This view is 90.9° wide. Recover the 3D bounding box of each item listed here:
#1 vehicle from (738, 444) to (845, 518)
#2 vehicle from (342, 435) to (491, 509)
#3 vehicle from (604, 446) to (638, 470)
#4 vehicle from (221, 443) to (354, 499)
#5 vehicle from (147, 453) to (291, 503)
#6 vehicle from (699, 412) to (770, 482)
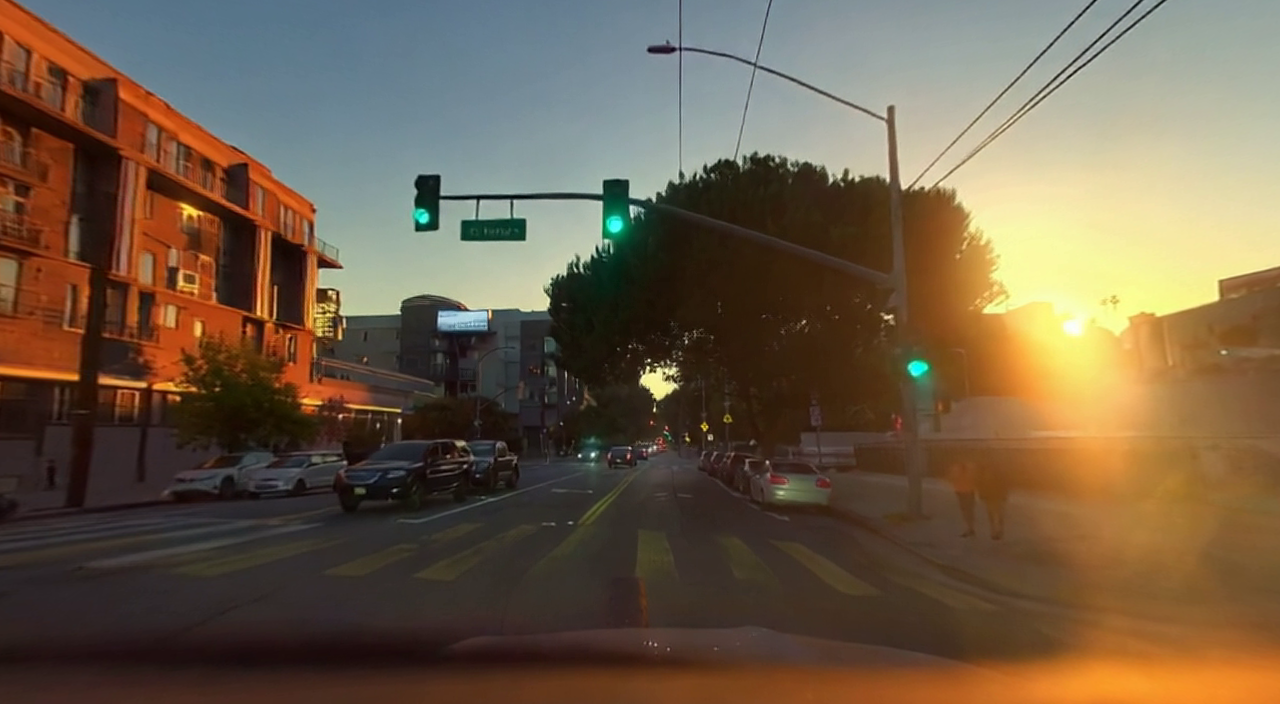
[{"bbox_3d":[4.001,3.439,17.342,1.924,1.765,3.954,0,-9,0],"label":"vehicle"},{"bbox_3d":[-5.260,2.865,15.538,1.942,1.559,4.298,0,-8,2],"label":"vehicle"},{"bbox_3d":[-1.193,6.966,41.718,1.973,1.496,3.713,0,-8,2],"label":"vehicle"},{"bbox_3d":[-11.335,3.810,20.665,1.933,1.628,3.973,0,-8,2],"label":"vehicle"},{"bbox_3d":[-14.199,4.230,21.626,2.012,1.476,4.284,0,-8,0],"label":"vehicle"},{"bbox_3d":[5.054,5.316,35.350,2.989,3.455,7.975,0,-8,2],"label":"vehicle"}]
